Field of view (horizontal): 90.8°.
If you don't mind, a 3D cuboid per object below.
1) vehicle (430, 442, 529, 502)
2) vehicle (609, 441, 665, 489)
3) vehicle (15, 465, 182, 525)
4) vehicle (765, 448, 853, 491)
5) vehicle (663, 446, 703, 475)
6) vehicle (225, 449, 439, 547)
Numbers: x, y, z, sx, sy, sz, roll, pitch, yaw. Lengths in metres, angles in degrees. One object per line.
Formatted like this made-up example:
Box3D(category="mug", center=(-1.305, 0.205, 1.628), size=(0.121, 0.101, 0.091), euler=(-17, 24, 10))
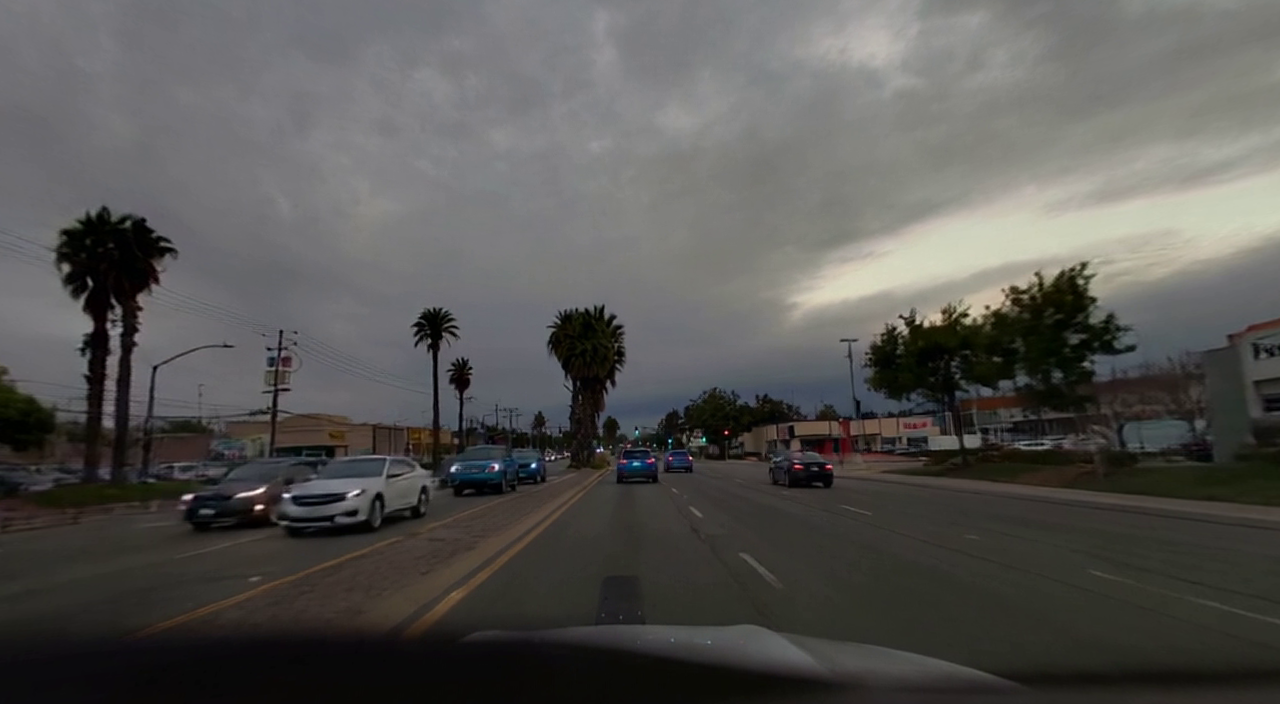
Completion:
Box3D(category="vehicle", center=(-5.226, 3.950, 21.275), size=(2.160, 1.769, 4.494), euler=(0, -9, 0))
Box3D(category="vehicle", center=(-0.164, 4.625, 26.181), size=(2.151, 1.787, 4.109), euler=(0, -9, -1))
Box3D(category="vehicle", center=(-15.504, 4.063, 18.365), size=(1.712, 1.454, 3.535), euler=(0, -9, -1))
Box3D(category="vehicle", center=(6.209, 4.357, 23.769), size=(1.944, 1.447, 4.309), euler=(0, -9, -2))
Box3D(category="vehicle", center=(2.681, 6.913, 40.386), size=(2.112, 1.710, 4.234), euler=(0, -9, -1))
Box3D(category="vehicle", center=(-5.643, 2.671, 12.351), size=(2.017, 1.463, 4.384), euler=(-2, -9, 0))
